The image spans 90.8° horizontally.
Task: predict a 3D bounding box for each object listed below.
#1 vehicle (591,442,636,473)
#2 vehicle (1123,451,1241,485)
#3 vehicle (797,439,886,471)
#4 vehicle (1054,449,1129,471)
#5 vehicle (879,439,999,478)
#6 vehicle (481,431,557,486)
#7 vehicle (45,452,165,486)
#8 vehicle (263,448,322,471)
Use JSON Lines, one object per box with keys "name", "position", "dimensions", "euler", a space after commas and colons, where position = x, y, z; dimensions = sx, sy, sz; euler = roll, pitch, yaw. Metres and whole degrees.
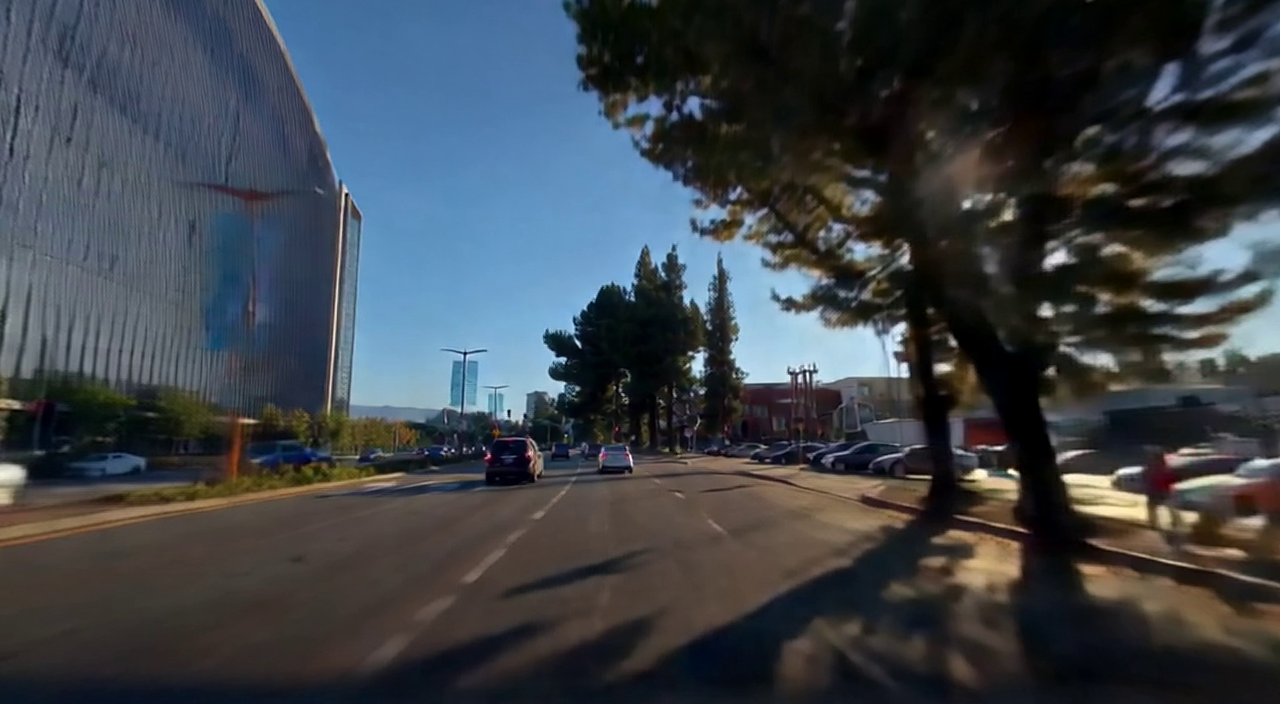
{"name": "vehicle", "position": [-1.353, 5.109, 30.814], "dimensions": [2.050, 1.385, 4.096], "euler": [0, -8, -4]}
{"name": "vehicle", "position": [25.620, 5.458, 30.103], "dimensions": [1.690, 1.365, 4.336], "euler": [-1, -8, -1]}
{"name": "vehicle", "position": [11.872, 6.087, 37.456], "dimensions": [4.569, 1.813, 1.872], "euler": [0, -8, -4]}
{"name": "vehicle", "position": [30.840, 7.380, 43.337], "dimensions": [1.689, 1.351, 4.643], "euler": [0, -8, -1]}
{"name": "vehicle", "position": [12.976, 4.661, 27.644], "dimensions": [4.264, 1.566, 1.854], "euler": [-1, -9, 2]}
{"name": "vehicle", "position": [-4.279, 3.839, 23.059], "dimensions": [2.001, 1.784, 4.483], "euler": [0, -8, -2]}
{"name": "vehicle", "position": [-25.348, 5.532, 30.183], "dimensions": [1.840, 1.430, 4.736], "euler": [0, -8, -4]}
{"name": "vehicle", "position": [-22.177, 6.864, 40.529], "dimensions": [1.751, 1.342, 4.414], "euler": [1, -8, -7]}
